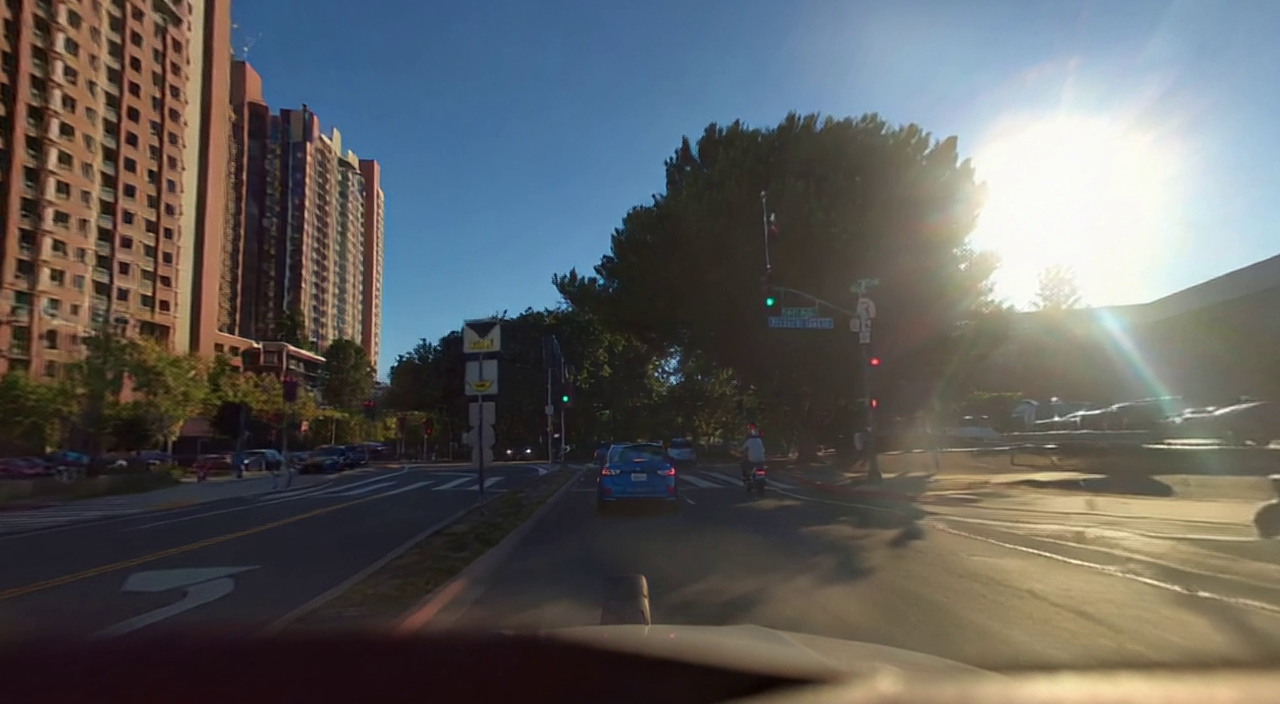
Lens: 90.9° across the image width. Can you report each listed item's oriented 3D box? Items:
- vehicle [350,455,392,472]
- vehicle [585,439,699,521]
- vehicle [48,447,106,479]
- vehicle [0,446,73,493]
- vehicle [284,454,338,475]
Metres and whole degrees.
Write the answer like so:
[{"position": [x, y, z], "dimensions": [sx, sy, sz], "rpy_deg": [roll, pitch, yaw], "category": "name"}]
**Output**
[{"position": [-19.725, 8.168, 46.233], "dimensions": [1.259, 1.181, 2.744], "rpy_deg": [-3, -9, 20], "category": "vehicle"}, {"position": [-0.023, 2.681, 13.729], "dimensions": [2.118, 1.480, 3.949], "rpy_deg": [0, -9, -2], "category": "vehicle"}, {"position": [-41.113, 8.047, 45.960], "dimensions": [4.948, 2.124, 2.261], "rpy_deg": [-7, -11, 39], "category": "vehicle"}, {"position": [-26.510, 4.831, 26.182], "dimensions": [4.653, 1.795, 2.163], "rpy_deg": [-3, -9, 17], "category": "vehicle"}, {"position": [-21.924, 7.511, 42.100], "dimensions": [1.433, 1.269, 2.779], "rpy_deg": [-5, -10, 30], "category": "vehicle"}]
